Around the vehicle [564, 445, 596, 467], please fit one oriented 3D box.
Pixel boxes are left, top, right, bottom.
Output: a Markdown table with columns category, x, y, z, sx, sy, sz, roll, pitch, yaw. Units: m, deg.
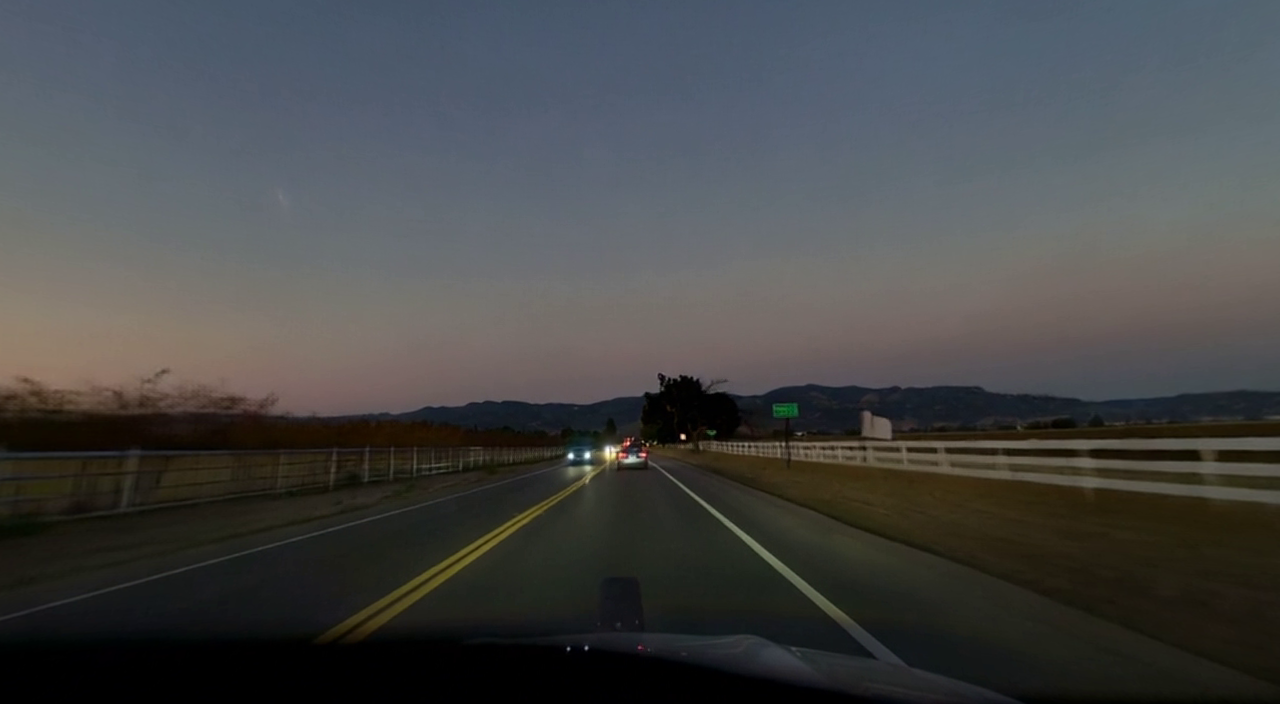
| category | x | y | z | sx | sy | sz | roll | pitch | yaw |
| --- | --- | --- | --- | --- | --- | --- | --- | --- | --- |
| vehicle | -4.481 | 7.825 | 47.614 | 1.989 | 1.600 | 3.979 | 0 | -9 | 1 |

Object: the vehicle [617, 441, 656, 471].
| category | x | y | z | sx | sy | sz | roll | pitch | yaw |
| --- | --- | --- | --- | --- | --- | --- | --- | --- | --- |
| vehicle | -0.207 | 6.124 | 37.289 | 2.158 | 1.669 | 4.006 | 0 | -9 | -1 |
